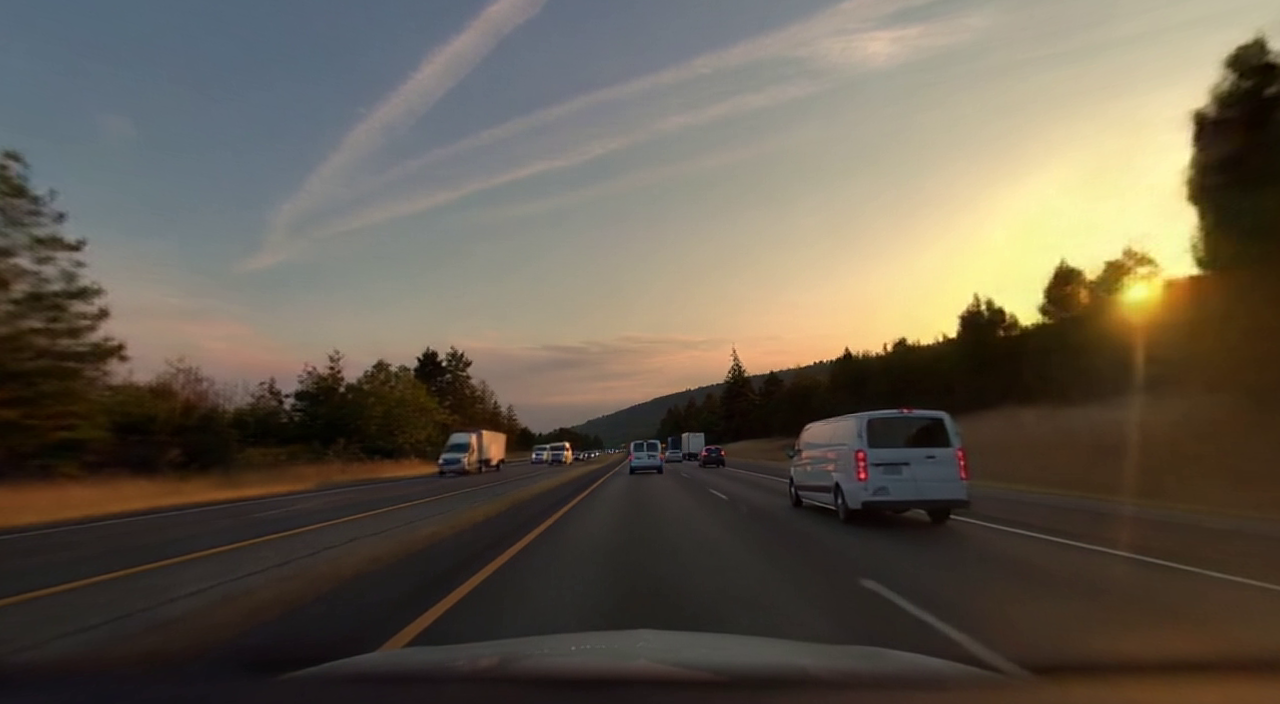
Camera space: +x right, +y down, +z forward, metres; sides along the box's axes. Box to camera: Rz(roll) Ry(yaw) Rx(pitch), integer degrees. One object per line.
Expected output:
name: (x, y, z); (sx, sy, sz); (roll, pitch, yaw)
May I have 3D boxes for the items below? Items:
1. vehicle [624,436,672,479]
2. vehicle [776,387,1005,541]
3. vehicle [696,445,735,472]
vehicle: (0.379, 5.092, 30.616); (2.143, 1.925, 4.101); (0, -9, 0)
vehicle: (4.265, 2.032, 11.866); (2.232, 2.290, 4.720); (0, -9, -1)
vehicle: (4.597, 6.546, 38.994); (1.868, 1.566, 3.509); (0, -9, -2)
